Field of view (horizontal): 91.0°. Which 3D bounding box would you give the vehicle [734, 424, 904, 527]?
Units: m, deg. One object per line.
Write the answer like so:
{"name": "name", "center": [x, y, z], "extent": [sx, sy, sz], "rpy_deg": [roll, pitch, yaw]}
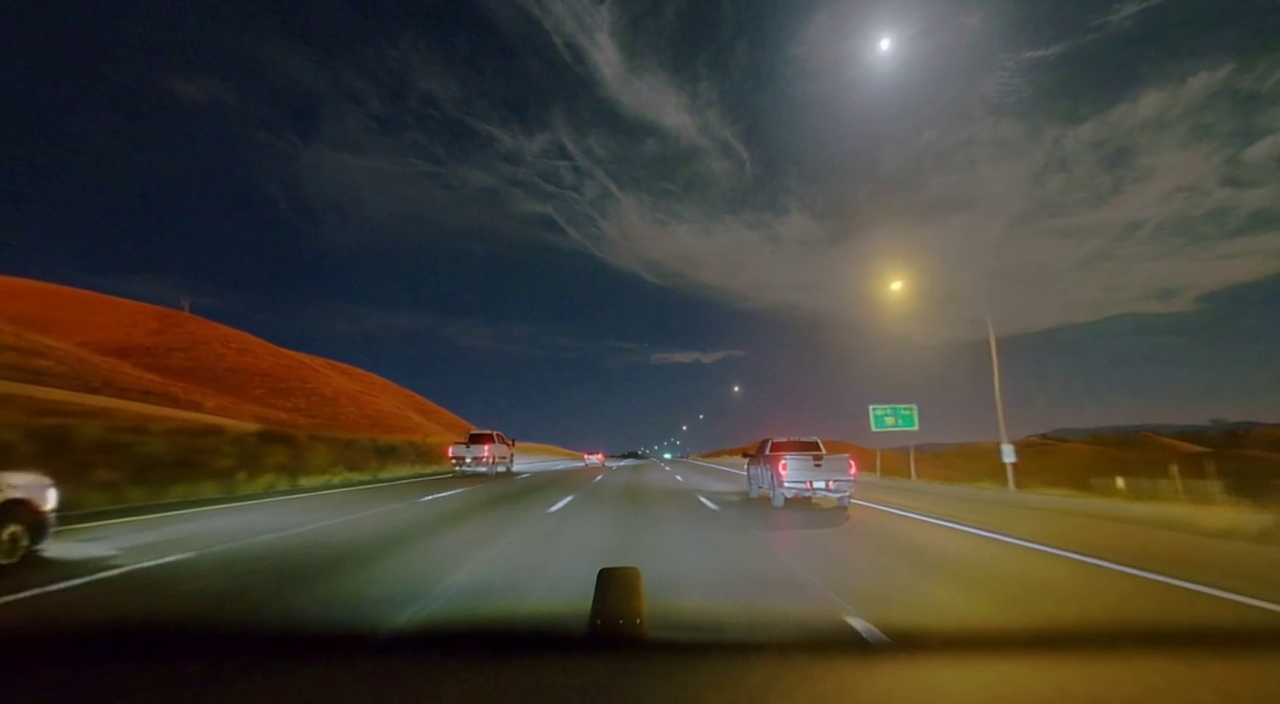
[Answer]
{"name": "vehicle", "center": [3.492, 2.531, 13.457], "extent": [2.231, 1.789, 4.700], "rpy_deg": [0, -9, 0]}

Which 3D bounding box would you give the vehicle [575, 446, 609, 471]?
{"name": "vehicle", "center": [-3.236, 7.252, 43.194], "extent": [2.009, 1.593, 4.378], "rpy_deg": [0, -9, 0]}

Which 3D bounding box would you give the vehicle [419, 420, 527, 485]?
{"name": "vehicle", "center": [-7.111, 4.443, 27.992], "extent": [2.937, 2.509, 7.090], "rpy_deg": [0, -9, -1]}

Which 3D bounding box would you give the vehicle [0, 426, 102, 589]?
{"name": "vehicle", "center": [-7.124, 1.279, 4.676], "extent": [1.935, 1.550, 4.883], "rpy_deg": [0, -9, 0]}
